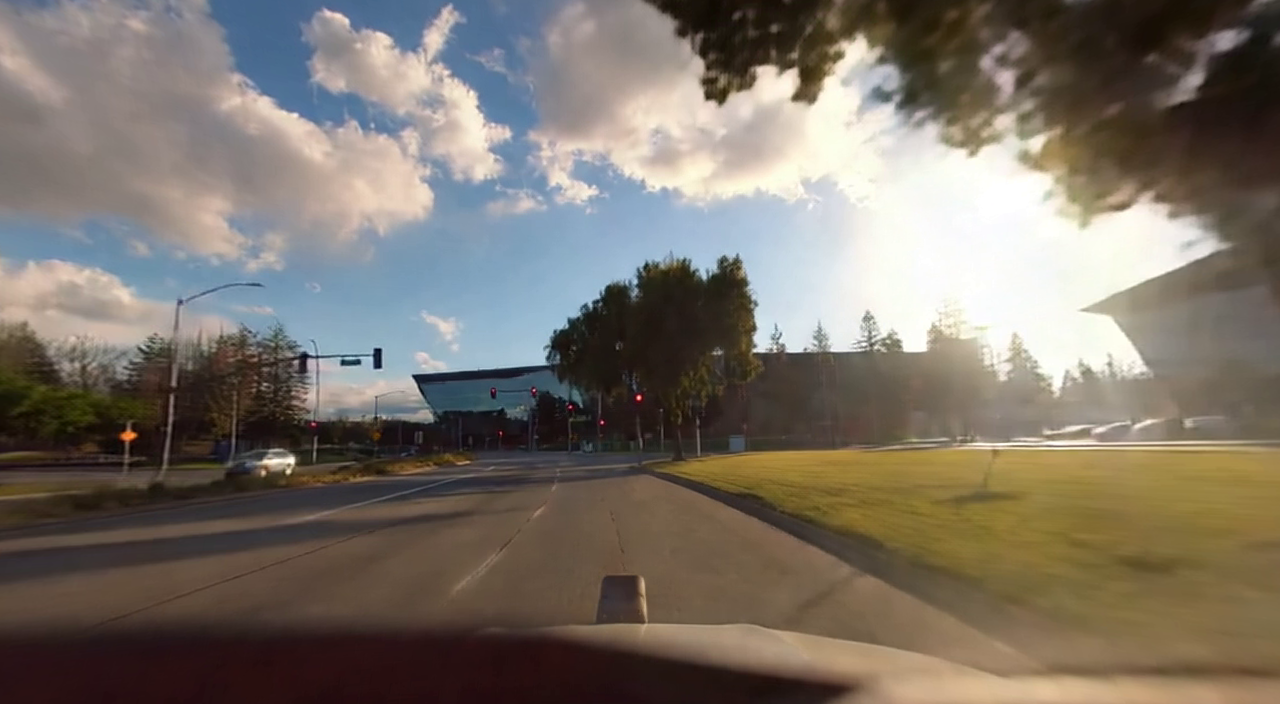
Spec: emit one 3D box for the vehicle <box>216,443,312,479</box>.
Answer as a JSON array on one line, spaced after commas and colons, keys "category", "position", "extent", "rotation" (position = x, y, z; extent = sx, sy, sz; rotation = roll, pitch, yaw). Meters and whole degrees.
[{"category": "vehicle", "position": [-18.440, 5.361, 31.165], "extent": [1.870, 1.594, 4.447], "rotation": [0, -9, 2]}]
